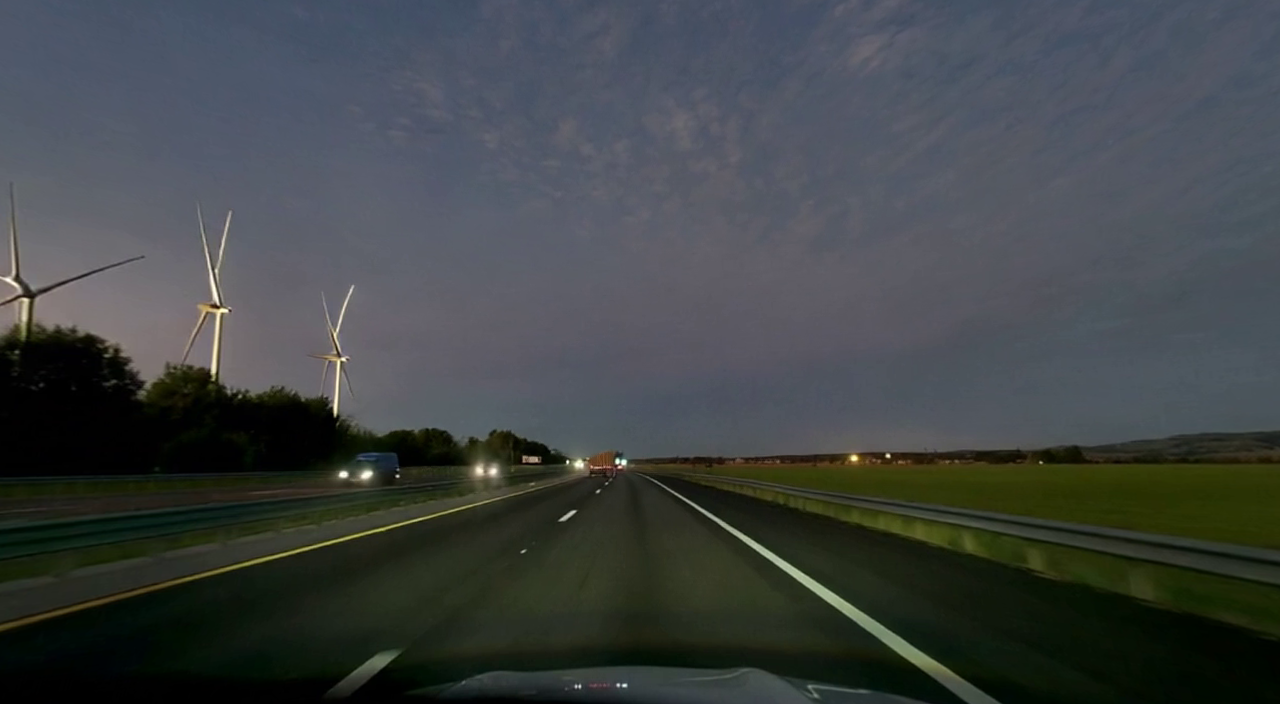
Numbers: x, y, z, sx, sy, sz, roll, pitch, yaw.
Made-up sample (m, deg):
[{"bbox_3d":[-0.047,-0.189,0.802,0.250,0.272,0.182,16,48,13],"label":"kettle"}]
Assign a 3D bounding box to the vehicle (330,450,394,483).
[{"bbox_3d":[-17.481,7.260,39.936,1.954,1.878,4.658,1,-10,-1],"label":"vehicle"}]
